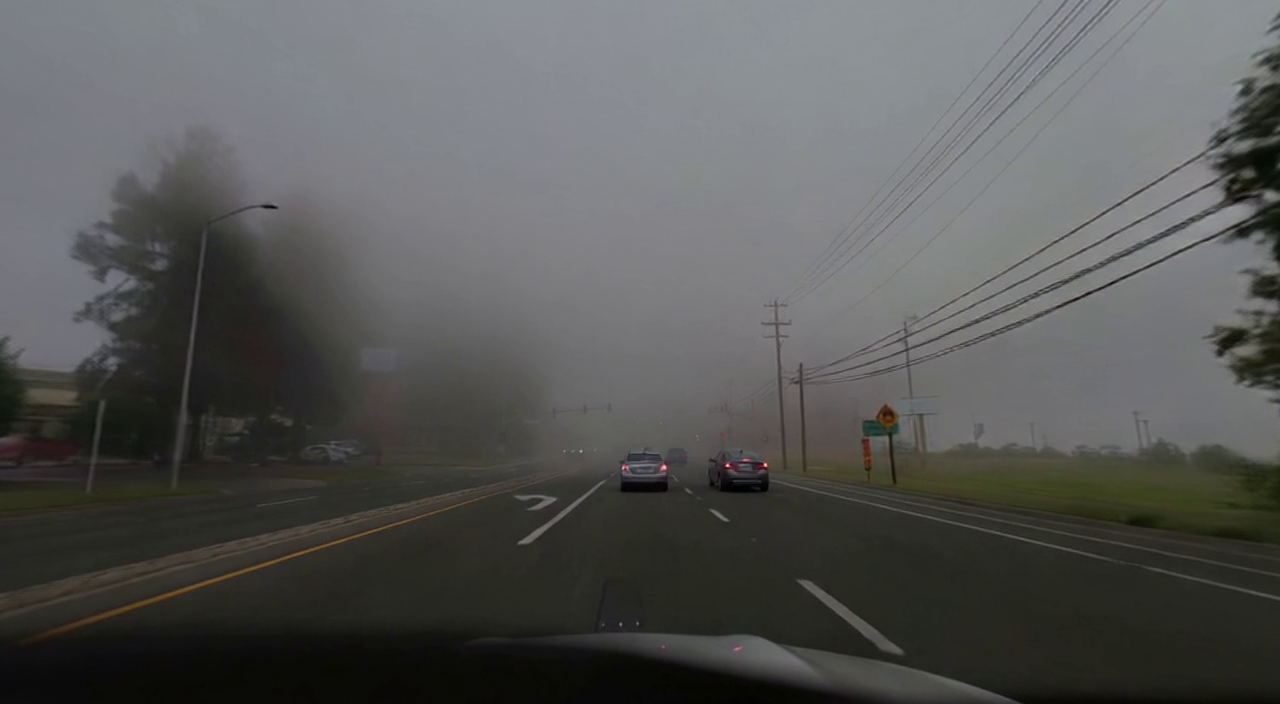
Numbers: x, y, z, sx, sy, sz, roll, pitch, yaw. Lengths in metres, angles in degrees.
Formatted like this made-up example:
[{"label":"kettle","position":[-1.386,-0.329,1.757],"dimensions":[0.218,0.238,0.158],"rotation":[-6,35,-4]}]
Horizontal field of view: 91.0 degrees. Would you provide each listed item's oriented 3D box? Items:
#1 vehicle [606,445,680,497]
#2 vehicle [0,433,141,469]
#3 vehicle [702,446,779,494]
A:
[{"label":"vehicle","position":[0.027,3.764,20.330],"dimensions":[2.144,1.473,4.028],"rotation":[0,-9,-1]},{"label":"vehicle","position":[-34.766,5.973,38.196],"dimensions":[6.282,2.011,3.033],"rotation":[0,-8,-3]},{"label":"vehicle","position":[3.399,4.072,22.140],"dimensions":[1.985,1.489,4.036],"rotation":[0,-9,-1]}]
